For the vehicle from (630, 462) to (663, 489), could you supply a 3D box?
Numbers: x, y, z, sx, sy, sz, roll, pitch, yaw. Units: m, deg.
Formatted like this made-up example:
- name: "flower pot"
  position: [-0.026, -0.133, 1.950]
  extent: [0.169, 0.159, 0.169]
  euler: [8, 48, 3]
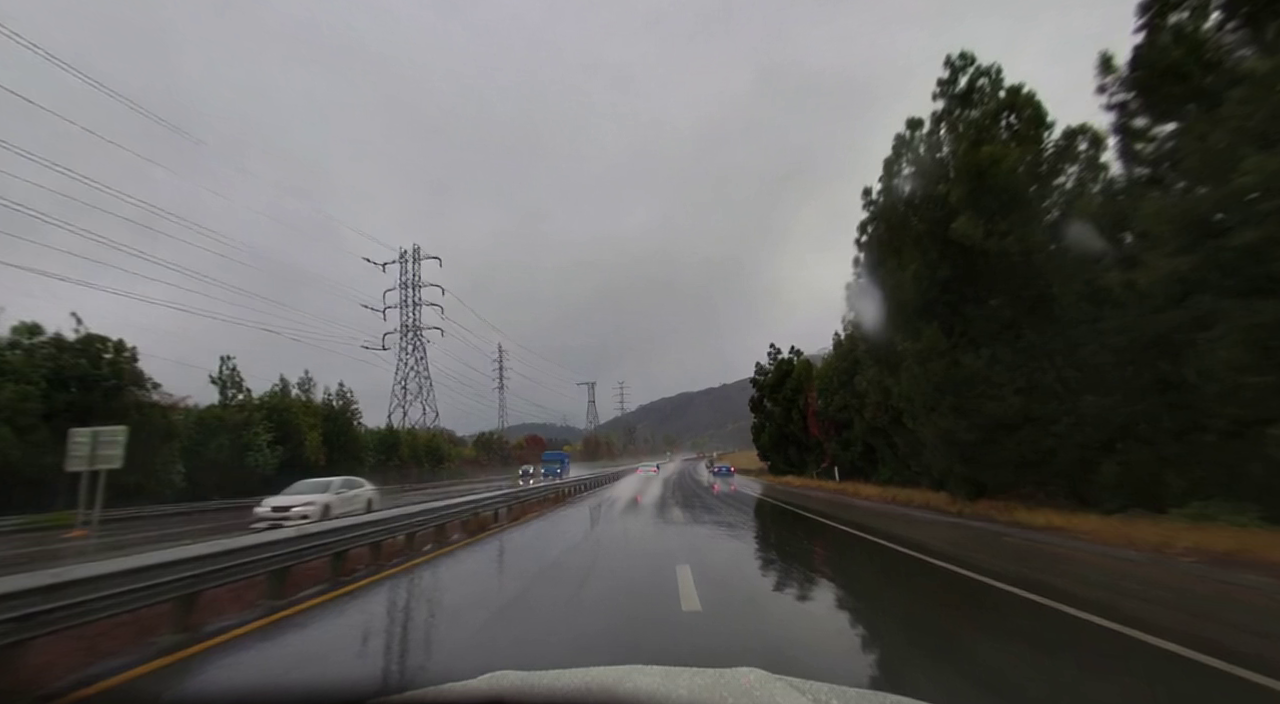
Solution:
- name: "vehicle"
  position: [0.447, 8.004, 40.890]
  extent: [2.038, 1.596, 4.246]
  euler: [1, -10, 2]

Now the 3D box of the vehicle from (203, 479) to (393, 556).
- name: "vehicle"
  position: [-8.058, 3.913, 15.449]
  extent: [1.858, 1.450, 4.656]
  euler: [0, -10, 3]
